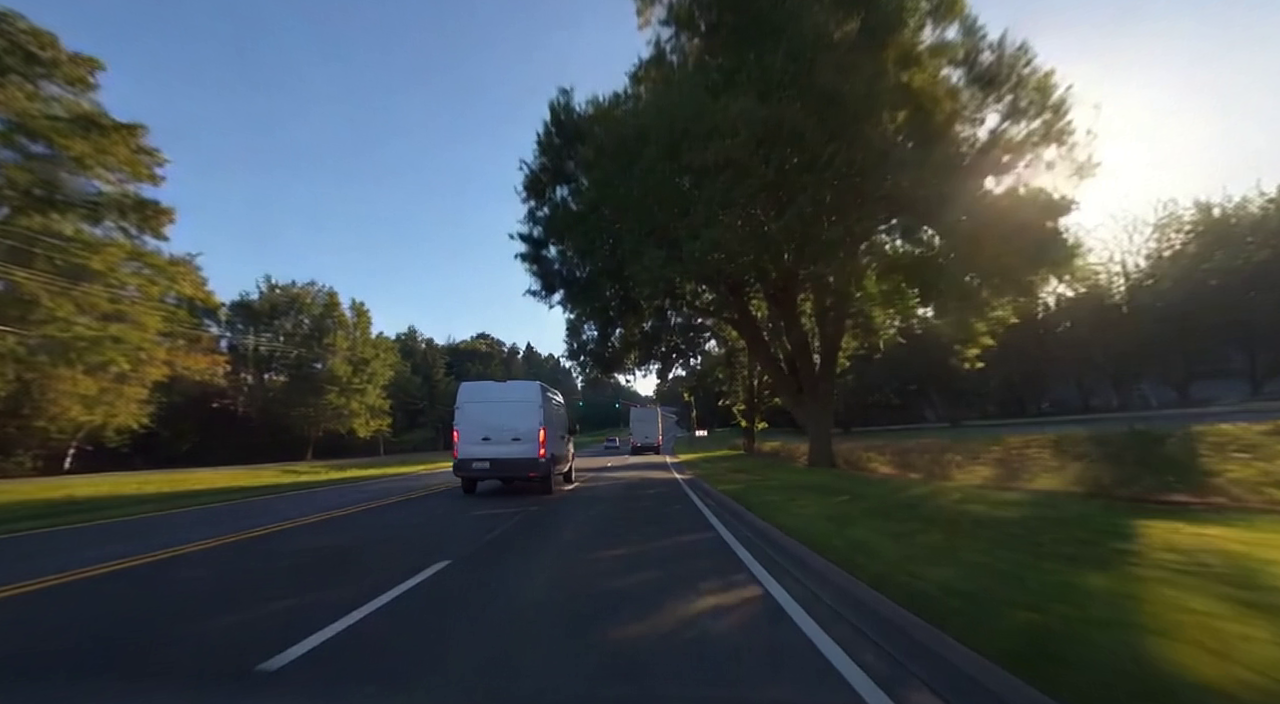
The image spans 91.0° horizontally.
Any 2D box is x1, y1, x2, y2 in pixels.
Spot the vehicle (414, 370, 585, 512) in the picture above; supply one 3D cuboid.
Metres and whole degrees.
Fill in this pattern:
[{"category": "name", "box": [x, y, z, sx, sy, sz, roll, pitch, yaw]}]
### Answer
[{"category": "vehicle", "box": [-2.880, 2.080, 14.816, 2.497, 2.628, 6.016, 0, -8, 1]}]
